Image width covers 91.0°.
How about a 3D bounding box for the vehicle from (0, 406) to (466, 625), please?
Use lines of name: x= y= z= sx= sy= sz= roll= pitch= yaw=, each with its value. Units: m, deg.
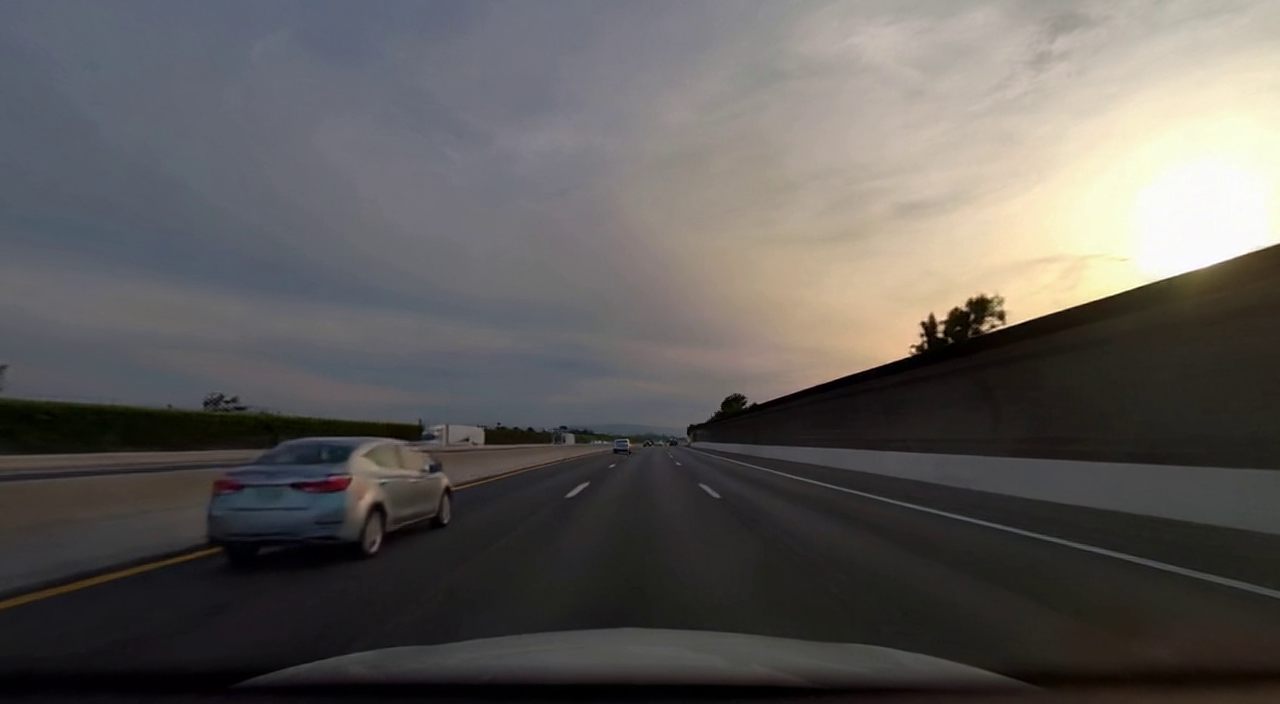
vehicle: x=-3.753 y=1.549 z=7.104 sx=2.053 sy=1.587 sz=4.855 roll=0 pitch=-8 yaw=2
